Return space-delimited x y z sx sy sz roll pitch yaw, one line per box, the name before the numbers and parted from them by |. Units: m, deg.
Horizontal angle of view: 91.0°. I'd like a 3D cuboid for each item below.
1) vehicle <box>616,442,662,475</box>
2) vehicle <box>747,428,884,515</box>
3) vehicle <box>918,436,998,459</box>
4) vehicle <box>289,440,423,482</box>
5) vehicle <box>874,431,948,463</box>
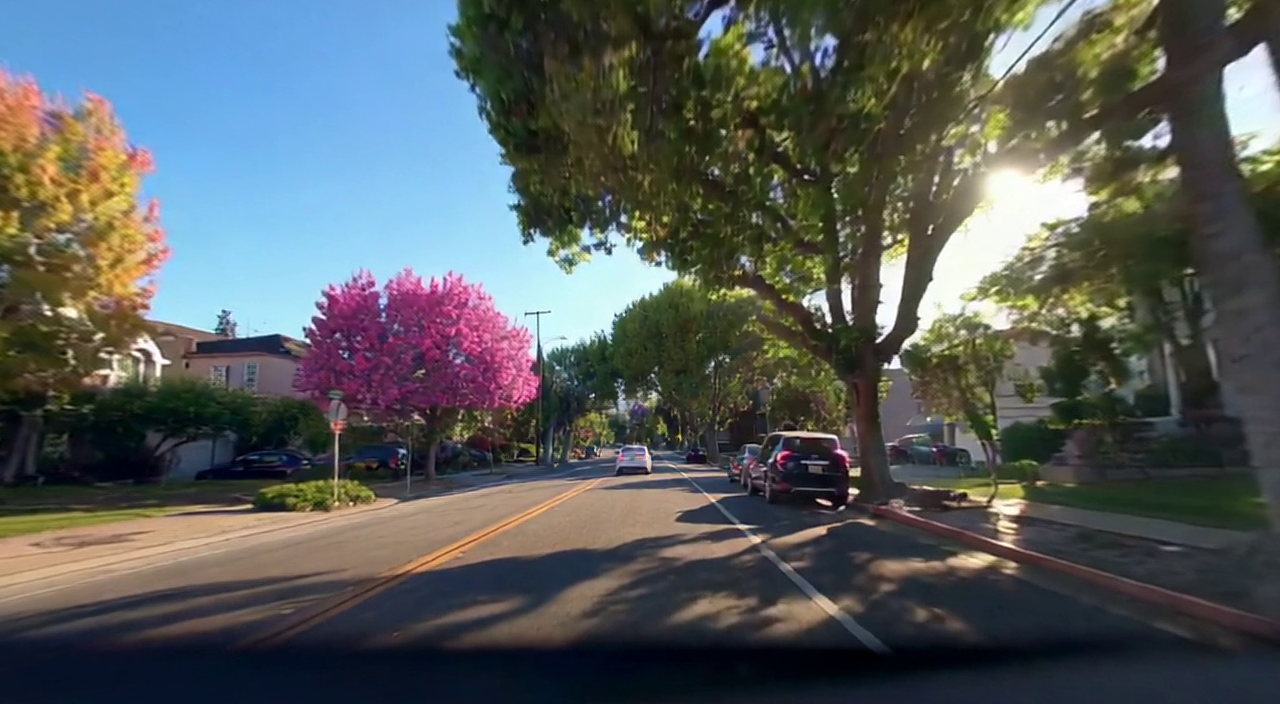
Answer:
vehicle | -0.004 5.126 30.618 2.104 1.500 3.815 0 -8 1
vehicle | 4.164 2.903 15.973 2.100 1.830 5.040 0 -8 1
vehicle | 21.383 6.470 42.444 4.311 1.466 2.006 -1 -10 5
vehicle | -15.372 5.945 34.376 6.278 1.911 2.173 -3 -10 0
vehicle | 15.088 5.328 35.314 1.919 1.677 4.590 0 -8 -3
